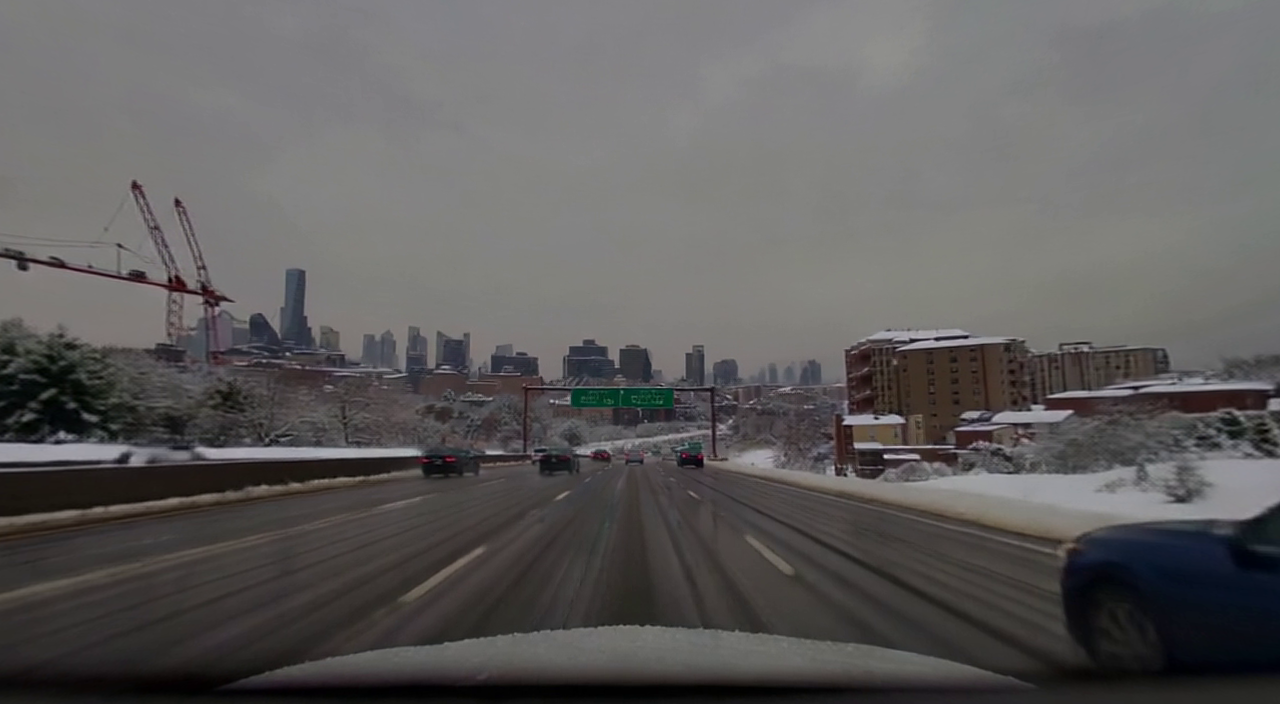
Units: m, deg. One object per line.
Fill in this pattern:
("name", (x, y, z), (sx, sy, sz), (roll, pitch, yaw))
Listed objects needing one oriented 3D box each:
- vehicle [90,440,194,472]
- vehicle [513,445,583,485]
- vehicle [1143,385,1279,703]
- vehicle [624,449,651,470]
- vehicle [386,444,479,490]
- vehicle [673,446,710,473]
("vehicle", (-27.998, 5.825, 35.761), (2.091, 1.656, 4.670), (0, -8, 0))
("vehicle", (-3.663, 4.587, 26.032), (2.136, 1.512, 4.488), (0, -8, 1))
("vehicle", (3.234, 0.611, 0.468), (1.995, 1.486, 4.463), (0, -8, -1))
("vehicle", (-0.159, 8.317, 49.143), (2.019, 1.472, 3.971), (0, -8, 0))
("vehicle", (-7.529, 4.178, 23.401), (1.951, 1.528, 4.209), (0, -8, 1))
("vehicle", (3.249, 6.939, 40.933), (1.978, 1.602, 4.092), (0, -8, -1))
